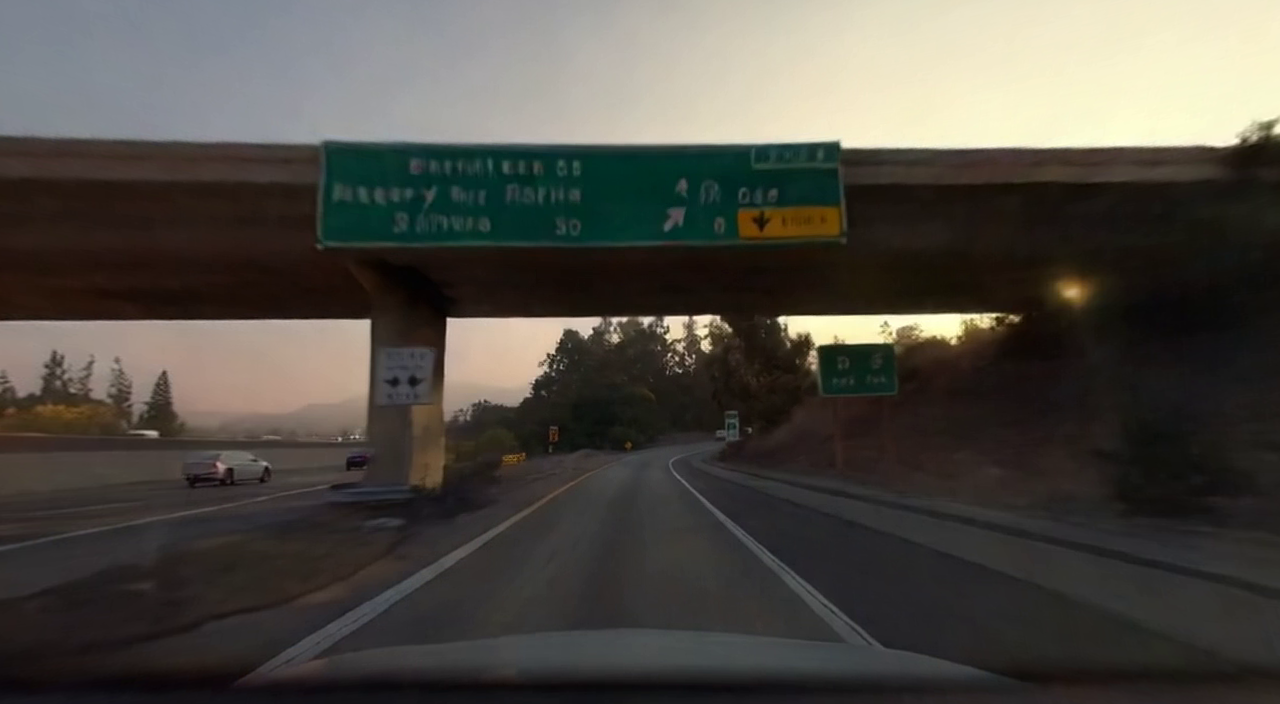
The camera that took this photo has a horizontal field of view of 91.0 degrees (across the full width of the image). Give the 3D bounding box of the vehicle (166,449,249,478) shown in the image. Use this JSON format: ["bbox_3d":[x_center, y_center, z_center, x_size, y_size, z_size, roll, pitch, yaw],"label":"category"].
[{"bbox_3d":[-29.180,7.536,42.747,2.220,1.806,5.471,1,-9,-6],"label":"vehicle"}]
